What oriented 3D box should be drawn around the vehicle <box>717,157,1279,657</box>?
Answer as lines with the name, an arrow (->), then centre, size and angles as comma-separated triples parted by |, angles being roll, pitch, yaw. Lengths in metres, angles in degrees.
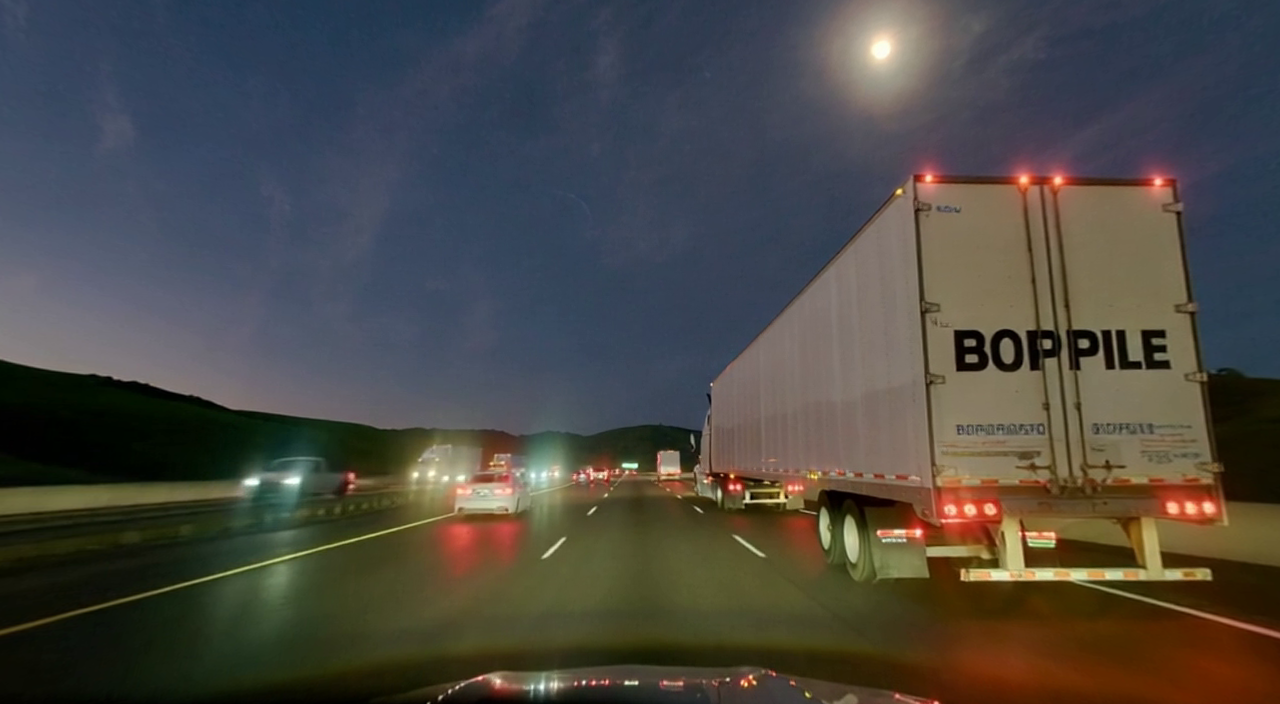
vehicle -> 3.841, 1.604, 12.052 | 2.839, 4.062, 14.051 | 1, -11, -1

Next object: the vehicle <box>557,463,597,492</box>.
vehicle -> -3.878, 7.835, 39.373 | 2.063, 1.671, 4.197 | 1, -11, 0

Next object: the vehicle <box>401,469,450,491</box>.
vehicle -> -15.576, 9.282, 45.967 | 1.995, 1.485, 4.370 | 1, -11, 0

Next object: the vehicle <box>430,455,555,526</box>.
vehicle -> -3.672, 3.608, 16.756 | 2.088, 1.566, 4.853 | 1, -11, 1

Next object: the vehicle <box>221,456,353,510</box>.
vehicle -> -11.431, 4.278, 20.808 | 1.896, 1.559, 4.095 | 1, -11, 1
